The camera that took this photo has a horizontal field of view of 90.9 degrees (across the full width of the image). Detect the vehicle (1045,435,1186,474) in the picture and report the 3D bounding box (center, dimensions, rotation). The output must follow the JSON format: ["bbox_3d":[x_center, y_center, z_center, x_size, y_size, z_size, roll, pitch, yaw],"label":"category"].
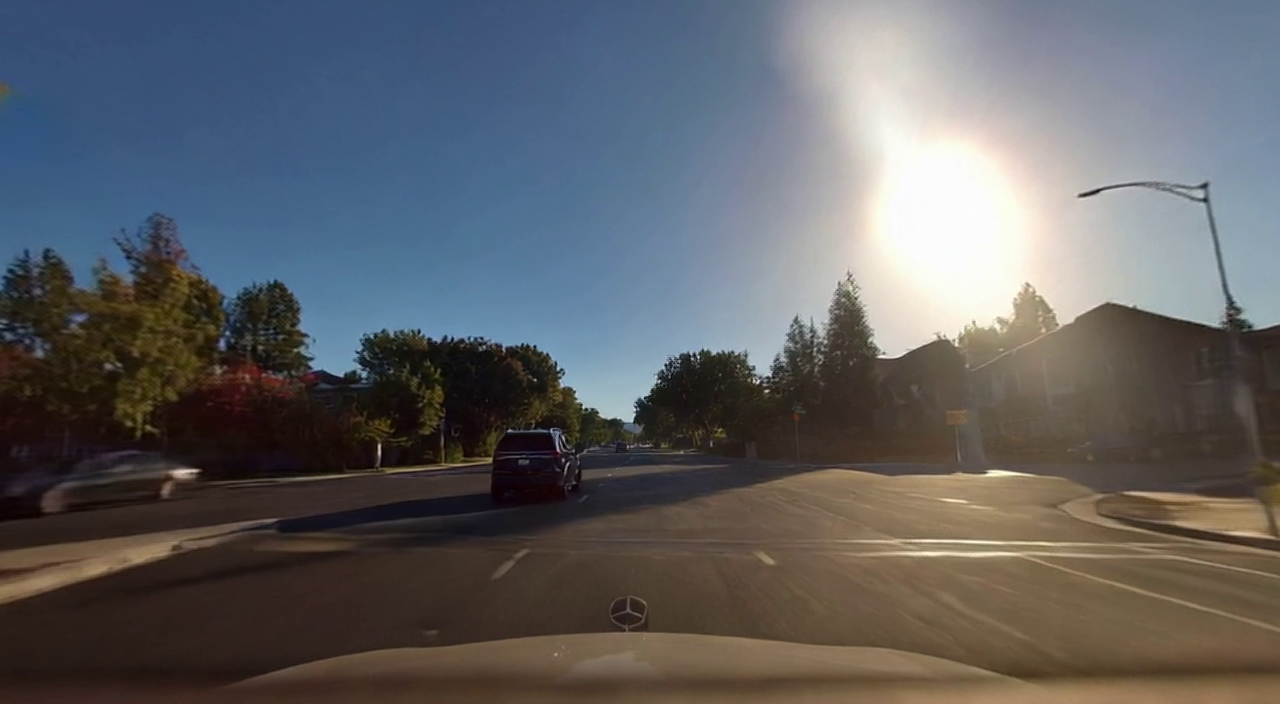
[{"bbox_3d":[22.720,4.923,30.290,4.802,1.760,2.374,0,-8,1],"label":"vehicle"}]

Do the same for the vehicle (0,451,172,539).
[{"bbox_3d":[-12.239,2.834,13.035,1.837,1.504,4.204,0,-8,1],"label":"vehicle"}]

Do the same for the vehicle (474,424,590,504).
[{"bbox_3d":[-2.716,2.963,17.160,2.179,1.851,4.756,0,-8,2],"label":"vehicle"}]
